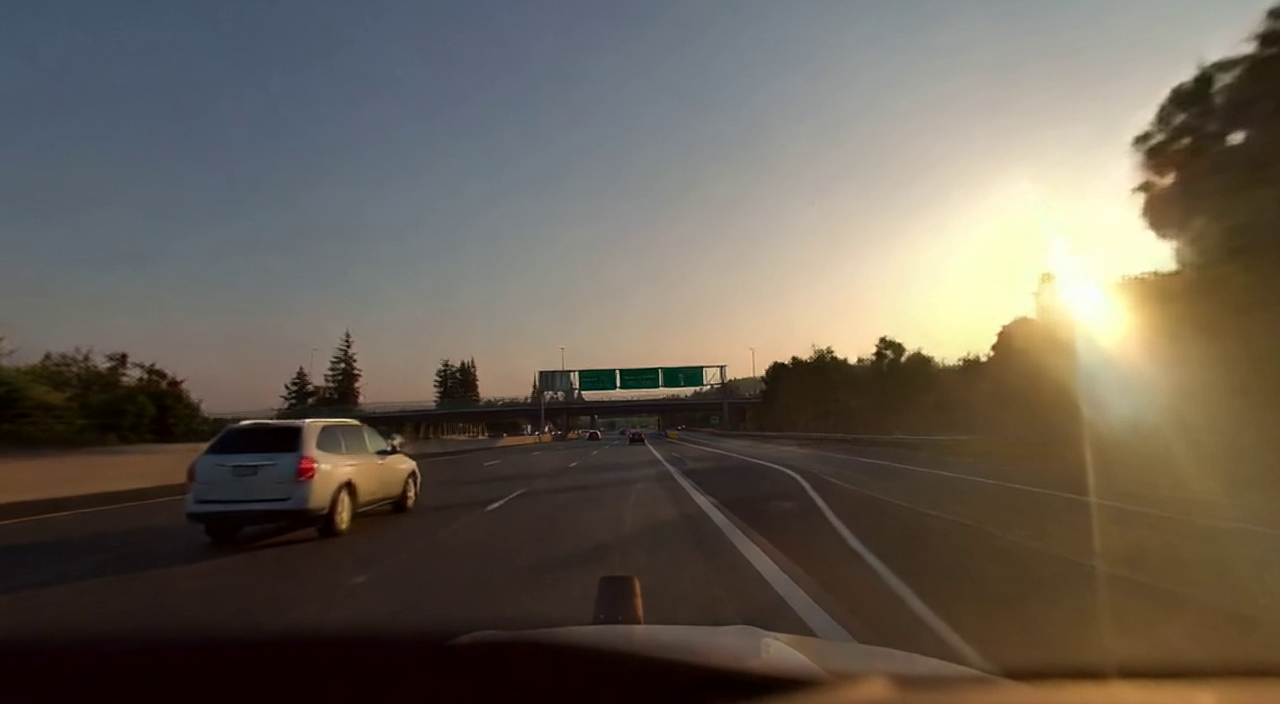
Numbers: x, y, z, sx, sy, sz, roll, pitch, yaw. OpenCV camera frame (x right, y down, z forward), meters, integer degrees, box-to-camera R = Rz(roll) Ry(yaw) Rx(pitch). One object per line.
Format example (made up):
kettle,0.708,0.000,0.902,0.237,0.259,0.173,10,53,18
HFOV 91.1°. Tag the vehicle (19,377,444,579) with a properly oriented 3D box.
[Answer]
vehicle,-4.269,1.406,7.872,2.153,1.730,4.772,0,-8,-1
